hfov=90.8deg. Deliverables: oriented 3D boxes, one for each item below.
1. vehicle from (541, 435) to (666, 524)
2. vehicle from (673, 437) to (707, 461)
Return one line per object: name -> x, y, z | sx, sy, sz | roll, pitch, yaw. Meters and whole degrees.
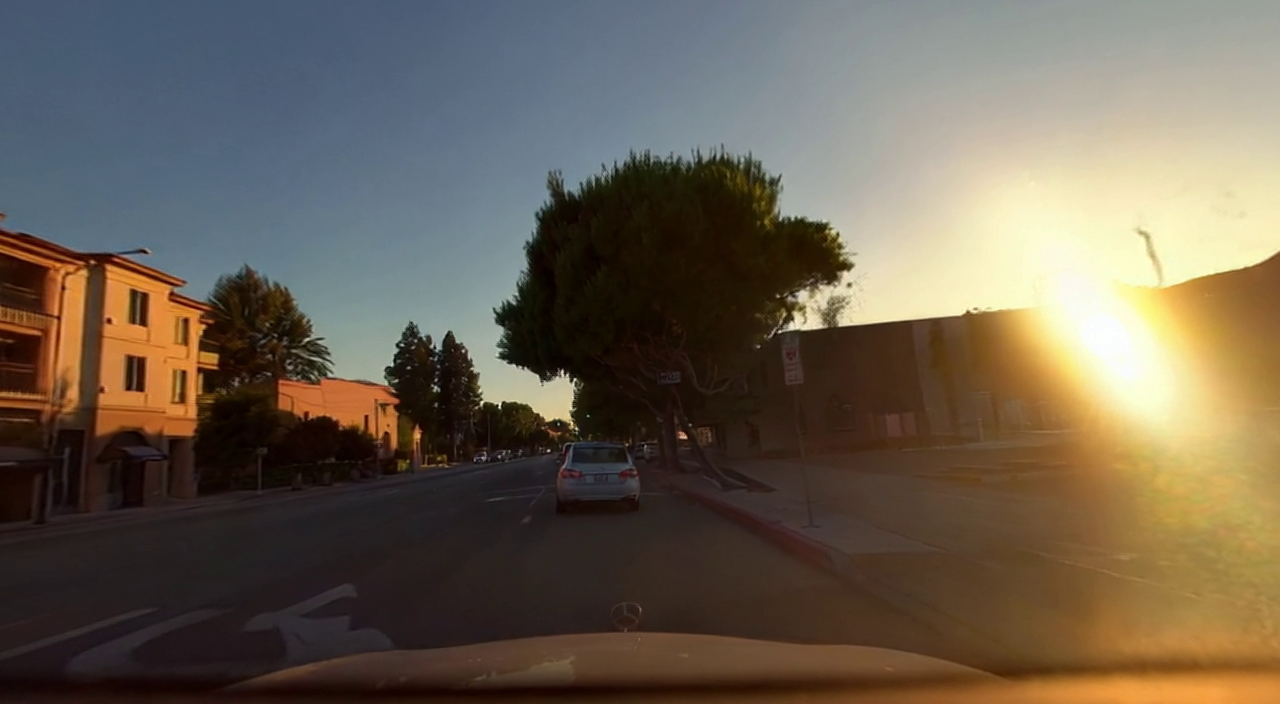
vehicle -> -0.733, 2.498, 12.984 | 2.116, 1.479, 4.358 | 0, -9, -3
vehicle -> 3.258, 6.446, 41.908 | 1.972, 1.484, 3.974 | 0, -8, 1
